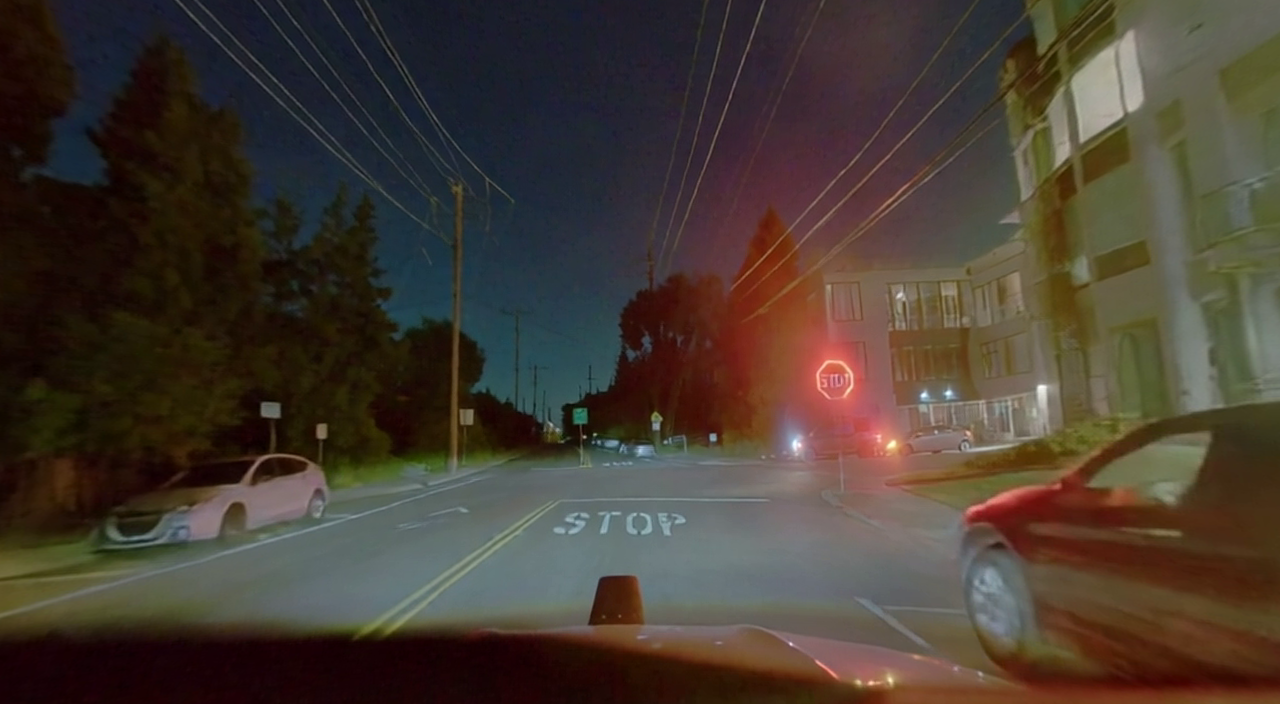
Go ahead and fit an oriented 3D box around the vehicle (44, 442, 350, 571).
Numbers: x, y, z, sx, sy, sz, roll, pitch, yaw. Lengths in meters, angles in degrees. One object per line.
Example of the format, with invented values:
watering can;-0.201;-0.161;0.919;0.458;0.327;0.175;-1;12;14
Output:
vehicle;-6.812;2.334;10.518;1.922;1.505;4.502;-3;-8;-1

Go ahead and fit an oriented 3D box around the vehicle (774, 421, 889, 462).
vehicle;9.224;4.354;30.673;4.877;1.755;1.918;0;-10;-9

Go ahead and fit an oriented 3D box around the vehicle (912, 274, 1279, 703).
vehicle;3.400;0.810;2.626;2.300;1.913;4.896;4;-8;-1
